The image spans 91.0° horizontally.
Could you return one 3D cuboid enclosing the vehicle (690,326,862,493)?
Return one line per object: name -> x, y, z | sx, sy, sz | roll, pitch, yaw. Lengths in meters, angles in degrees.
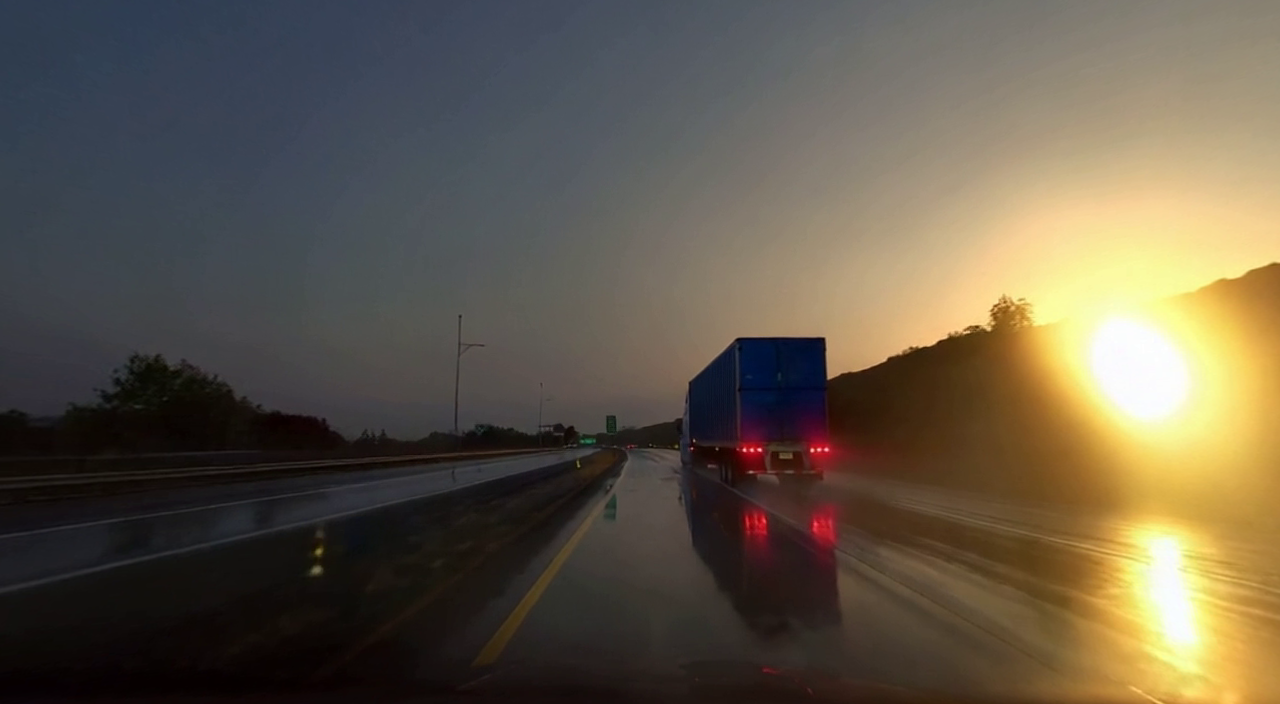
vehicle -> 4.269, 2.520, 24.115 | 3.615, 4.578, 13.539 | 0, -8, 0
